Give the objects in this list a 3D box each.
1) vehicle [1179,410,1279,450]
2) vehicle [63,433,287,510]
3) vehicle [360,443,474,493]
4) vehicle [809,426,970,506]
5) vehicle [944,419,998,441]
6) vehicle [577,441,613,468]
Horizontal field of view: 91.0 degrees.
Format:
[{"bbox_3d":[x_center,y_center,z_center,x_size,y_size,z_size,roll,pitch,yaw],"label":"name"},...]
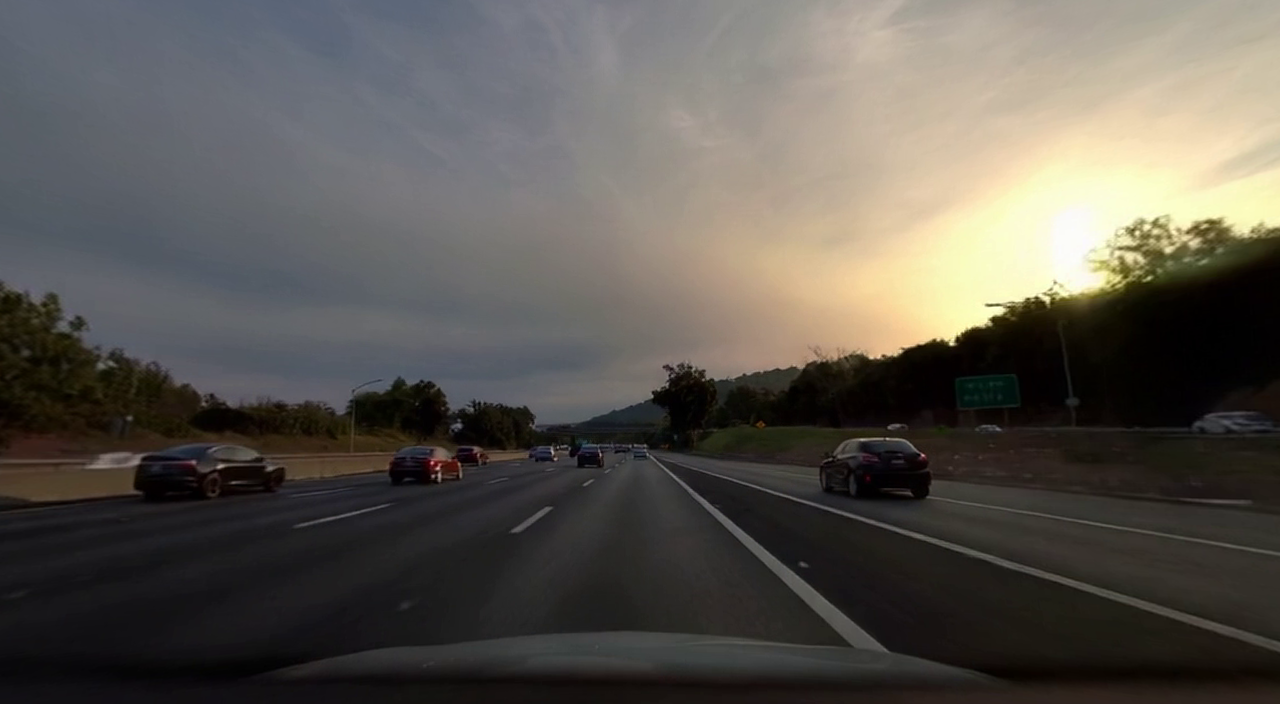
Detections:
[{"bbox_3d":[25.980,3.393,26.943,1.884,1.571,4.352,0,-9,-1],"label":"vehicle"},{"bbox_3d":[-11.141,2.883,15.647,2.107,1.628,4.446,0,-9,1],"label":"vehicle"},{"bbox_3d":[-7.362,3.867,21.385,2.071,1.486,4.703,0,-9,1],"label":"vehicle"},{"bbox_3d":[6.387,3.004,16.940,2.259,1.816,4.862,0,-9,-1],"label":"vehicle"},{"bbox_3d":[25.810,6.118,49.260,1.878,1.569,4.144,0,-9,-1],"label":"vehicle"},{"bbox_3d":[-3.422,7.888,48.676,2.288,1.962,5.119,0,-9,1],"label":"vehicle"}]
